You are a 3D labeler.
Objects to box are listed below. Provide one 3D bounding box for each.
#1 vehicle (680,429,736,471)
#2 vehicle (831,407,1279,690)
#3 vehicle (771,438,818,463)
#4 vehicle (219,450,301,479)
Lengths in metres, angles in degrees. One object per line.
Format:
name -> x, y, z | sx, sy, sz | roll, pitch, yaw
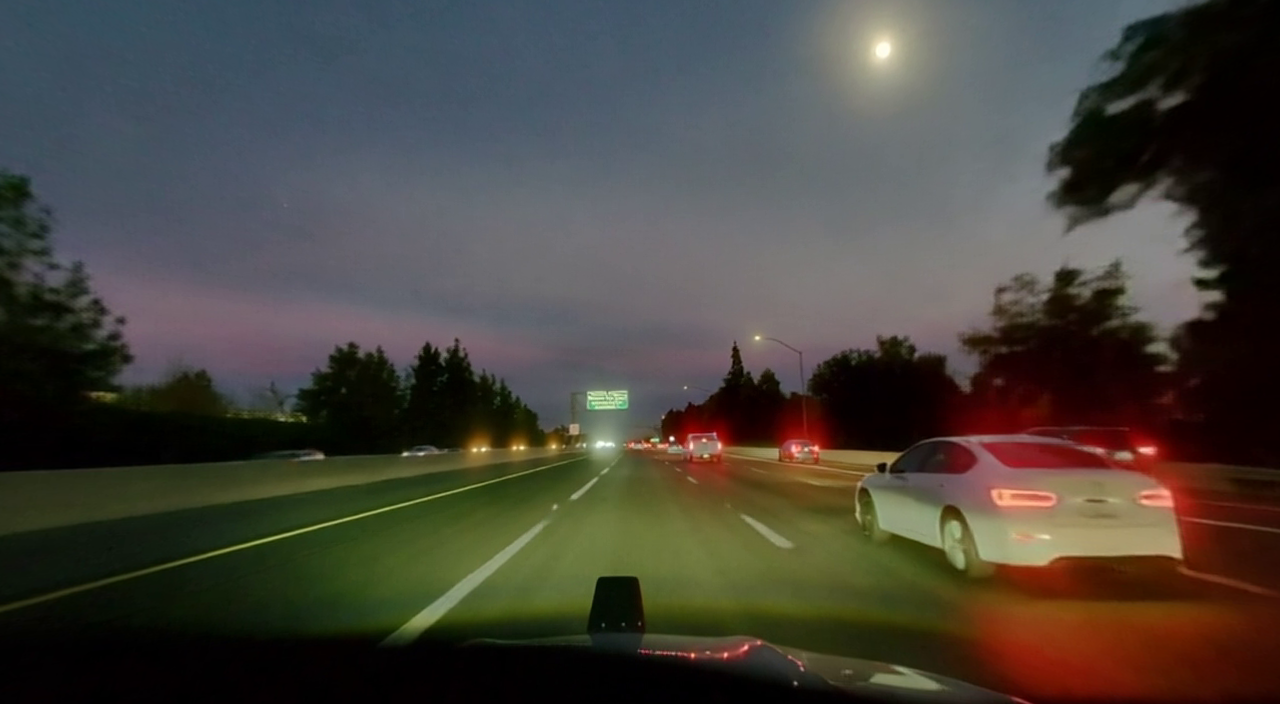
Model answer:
vehicle -> 3.448, 5.103, 33.105 | 2.218, 1.964, 5.662 | 0, -8, -1
vehicle -> 3.495, 1.421, 5.880 | 1.978, 1.535, 4.705 | 0, -8, 0
vehicle -> 11.028, 7.060, 45.383 | 2.045, 1.658, 4.598 | 0, -8, -2
vehicle -> -21.491, 6.360, 35.920 | 1.825, 1.444, 4.583 | 0, -8, 0
